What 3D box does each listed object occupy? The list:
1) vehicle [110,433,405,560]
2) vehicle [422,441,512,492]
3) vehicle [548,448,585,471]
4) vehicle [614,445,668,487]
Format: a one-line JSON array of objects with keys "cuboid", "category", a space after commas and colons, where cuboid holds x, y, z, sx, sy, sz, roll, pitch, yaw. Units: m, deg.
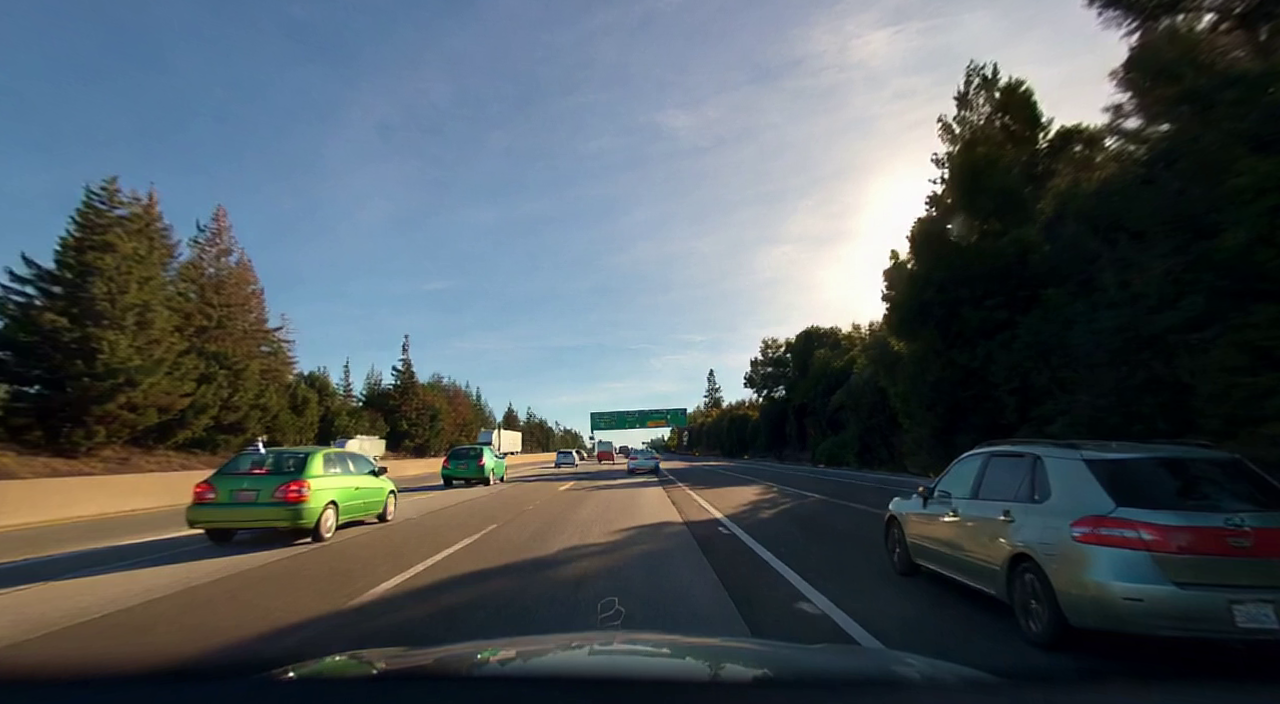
[{"cuboid": [-5.473, 2.095, 9.809, 2.043, 1.534, 4.032, 0, -9, 0], "category": "vehicle"}, {"cuboid": [-6.023, 4.027, 22.443, 2.058, 1.626, 4.118, 0, -9, -1], "category": "vehicle"}, {"cuboid": [-4.949, 7.280, 42.818, 1.892, 1.481, 4.180, 0, -9, 1], "category": "vehicle"}, {"cuboid": [0.002, 4.346, 24.231, 1.940, 1.451, 3.512, 0, -9, -1], "category": "vehicle"}]
